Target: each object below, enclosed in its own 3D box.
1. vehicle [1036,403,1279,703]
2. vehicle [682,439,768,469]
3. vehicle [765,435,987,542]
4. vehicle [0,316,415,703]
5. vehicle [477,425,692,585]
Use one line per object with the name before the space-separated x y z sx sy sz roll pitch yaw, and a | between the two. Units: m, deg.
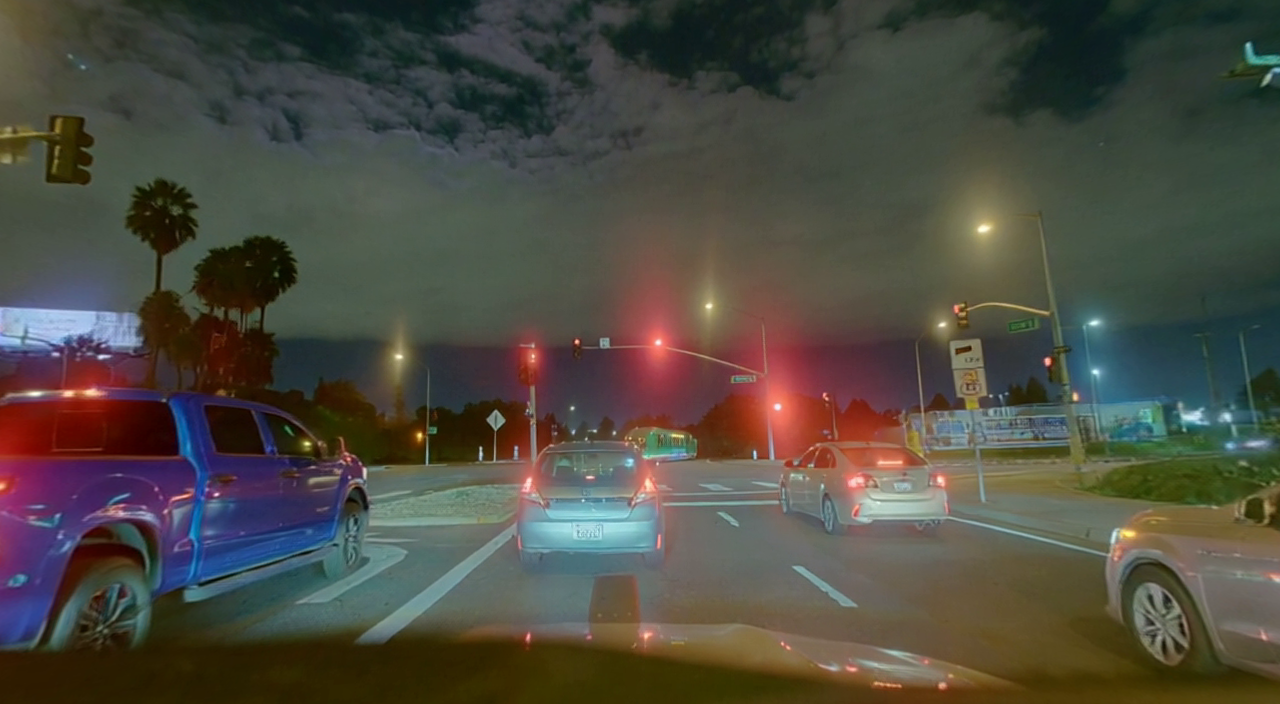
vehicle | 3.890 0.890 2.195 2.052 1.496 4.541 0 -9 0
vehicle | 4.213 5.137 31.976 1.878 1.428 4.416 5 -10 -32
vehicle | 3.700 2.211 10.967 1.965 1.448 4.486 0 -9 -2
vehicle | -3.823 1.141 5.098 2.078 1.838 5.448 0 -9 -1
vehicle | -0.632 1.758 8.114 2.035 1.491 4.090 0 -9 -3
